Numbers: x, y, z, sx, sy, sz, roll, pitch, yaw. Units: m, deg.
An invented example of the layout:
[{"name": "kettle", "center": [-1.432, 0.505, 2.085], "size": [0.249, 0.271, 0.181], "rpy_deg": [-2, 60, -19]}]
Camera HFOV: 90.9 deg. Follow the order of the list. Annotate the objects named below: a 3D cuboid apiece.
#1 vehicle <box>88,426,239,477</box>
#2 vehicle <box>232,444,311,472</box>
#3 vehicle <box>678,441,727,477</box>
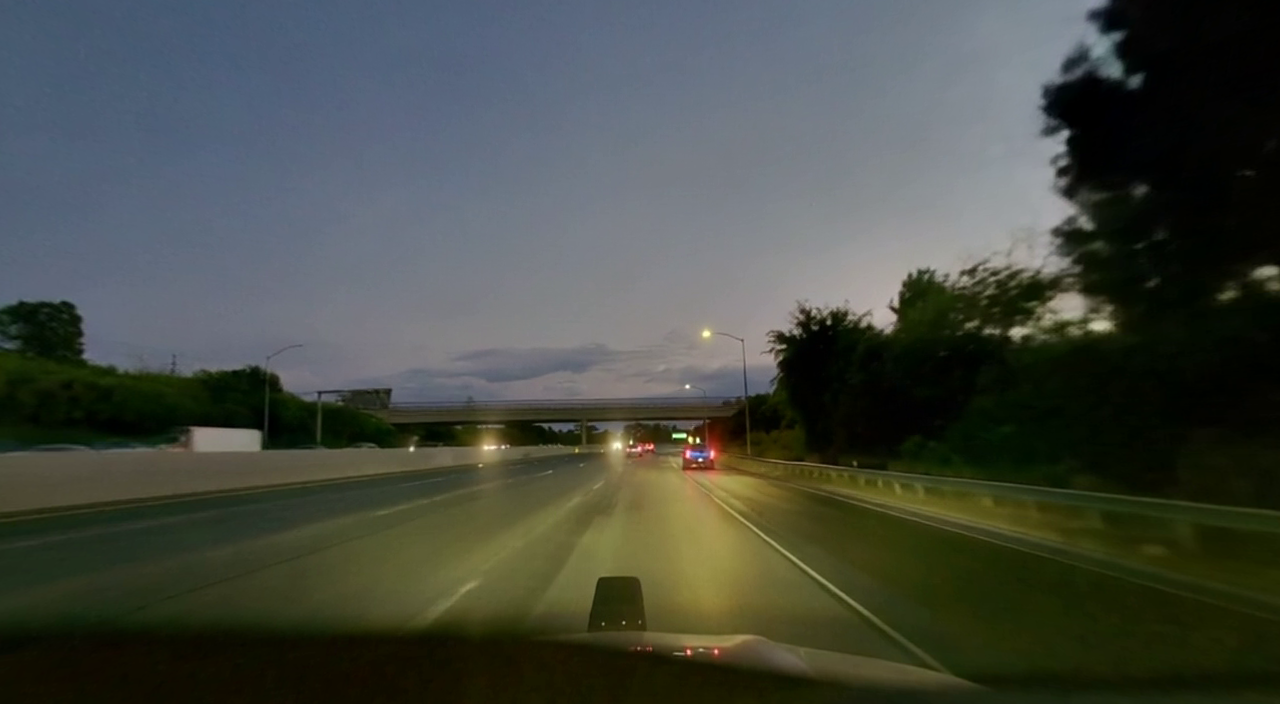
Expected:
[{"name": "vehicle", "center": [-23.720, 5.018, 31.888], "size": [2.808, 2.299, 6.041], "rpy_deg": [0, -8, 1]}, {"name": "vehicle", "center": [-20.416, 5.871, 35.173], "size": [1.833, 1.457, 4.188], "rpy_deg": [0, -9, 0]}, {"name": "vehicle", "center": [2.981, 5.236, 31.187], "size": [2.010, 1.637, 4.940], "rpy_deg": [0, -9, 1]}]
